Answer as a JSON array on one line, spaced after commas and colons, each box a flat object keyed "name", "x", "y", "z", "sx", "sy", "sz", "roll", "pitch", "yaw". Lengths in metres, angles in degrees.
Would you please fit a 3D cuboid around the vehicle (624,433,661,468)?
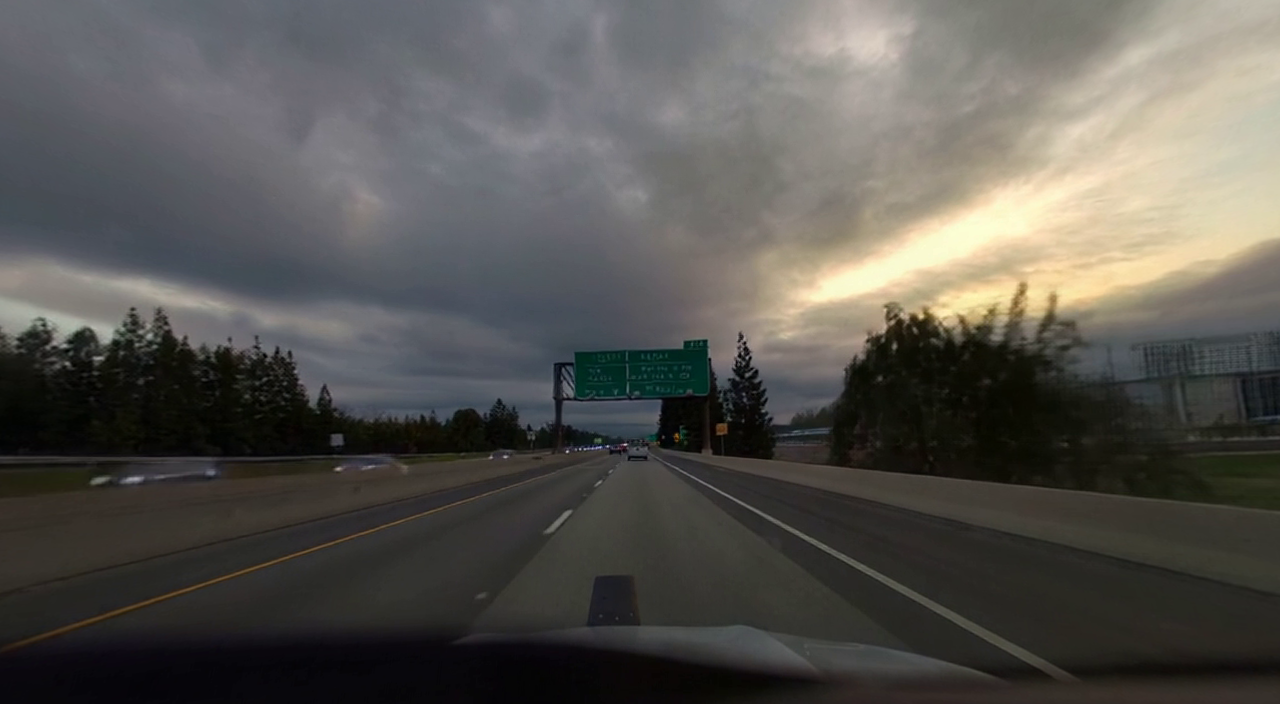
[{"name": "vehicle", "x": 0.206, "y": 6.432, "z": 40.972, "sx": 2.268, "sy": 2.122, "sz": 4.595, "roll": -1, "pitch": -9, "yaw": 1}]

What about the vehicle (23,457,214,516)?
[{"name": "vehicle", "x": -16.055, "y": 4.106, "z": 19.731, "sx": 1.909, "sy": 1.525, "sz": 4.800, "roll": 0, "pitch": -9, "yaw": -1}]
